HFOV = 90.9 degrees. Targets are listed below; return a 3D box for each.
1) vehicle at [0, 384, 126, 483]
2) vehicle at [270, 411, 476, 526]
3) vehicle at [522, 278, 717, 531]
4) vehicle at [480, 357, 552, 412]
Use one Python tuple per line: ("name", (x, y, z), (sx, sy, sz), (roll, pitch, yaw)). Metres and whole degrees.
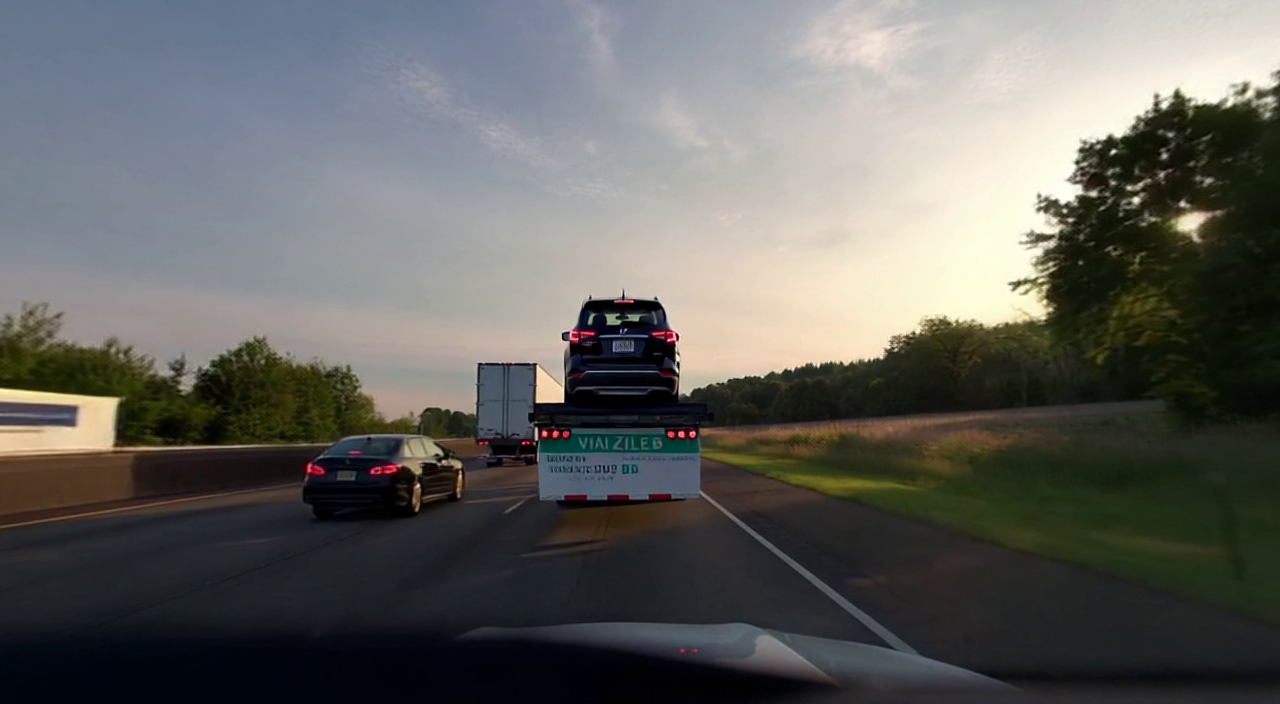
("vehicle", (-24.946, 3.082, 23.800), (2.744, 3.608, 9.882), (0, -7, -1))
("vehicle", (-4.497, 2.001, 11.481), (1.914, 1.675, 4.331), (0, -7, -1))
("vehicle", (-0.456, 1.310, 13.687), (2.738, 3.628, 9.223), (0, -7, -2))
("vehicle", (-4.692, 1.361, 24.565), (2.118, 1.799, 4.591), (0, -7, -3))
